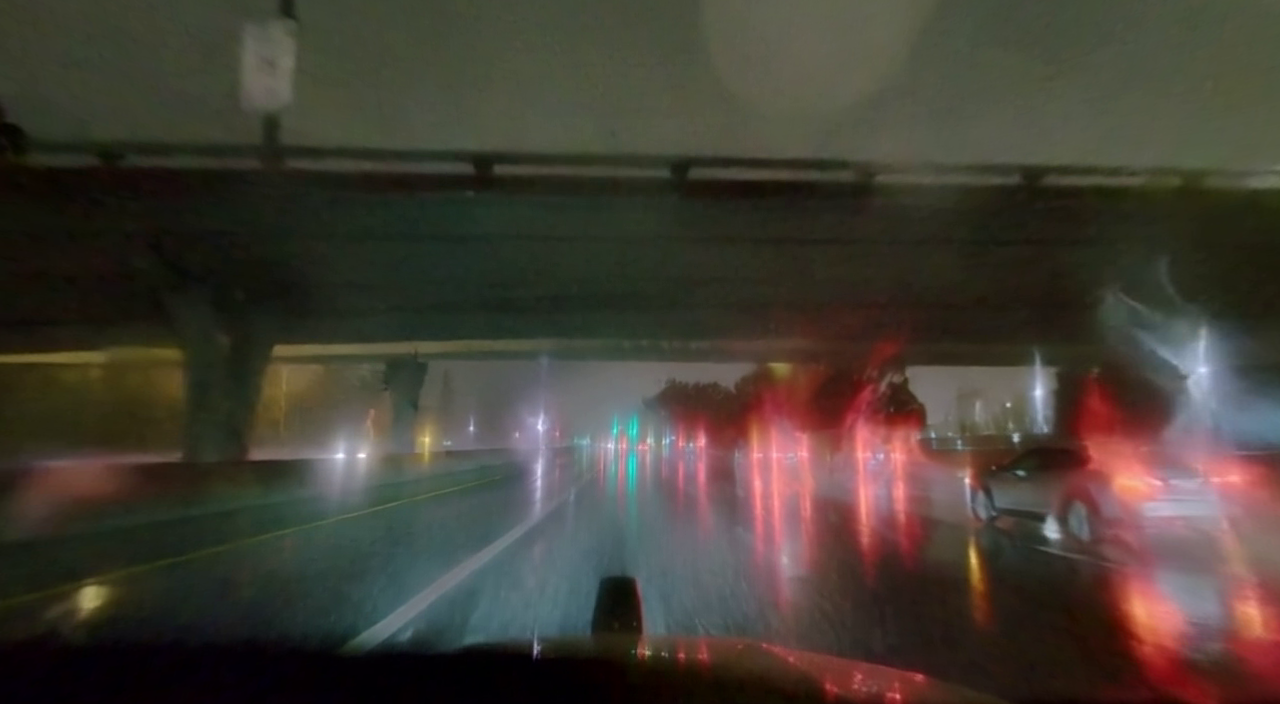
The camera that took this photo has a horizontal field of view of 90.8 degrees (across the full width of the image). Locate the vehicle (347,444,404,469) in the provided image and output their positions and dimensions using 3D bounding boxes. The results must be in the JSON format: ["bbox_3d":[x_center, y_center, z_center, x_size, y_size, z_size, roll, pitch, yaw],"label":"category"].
[{"bbox_3d":[-17.603,6.971,42.295,1.897,1.585,4.495,0,-9,-1],"label":"vehicle"}]
